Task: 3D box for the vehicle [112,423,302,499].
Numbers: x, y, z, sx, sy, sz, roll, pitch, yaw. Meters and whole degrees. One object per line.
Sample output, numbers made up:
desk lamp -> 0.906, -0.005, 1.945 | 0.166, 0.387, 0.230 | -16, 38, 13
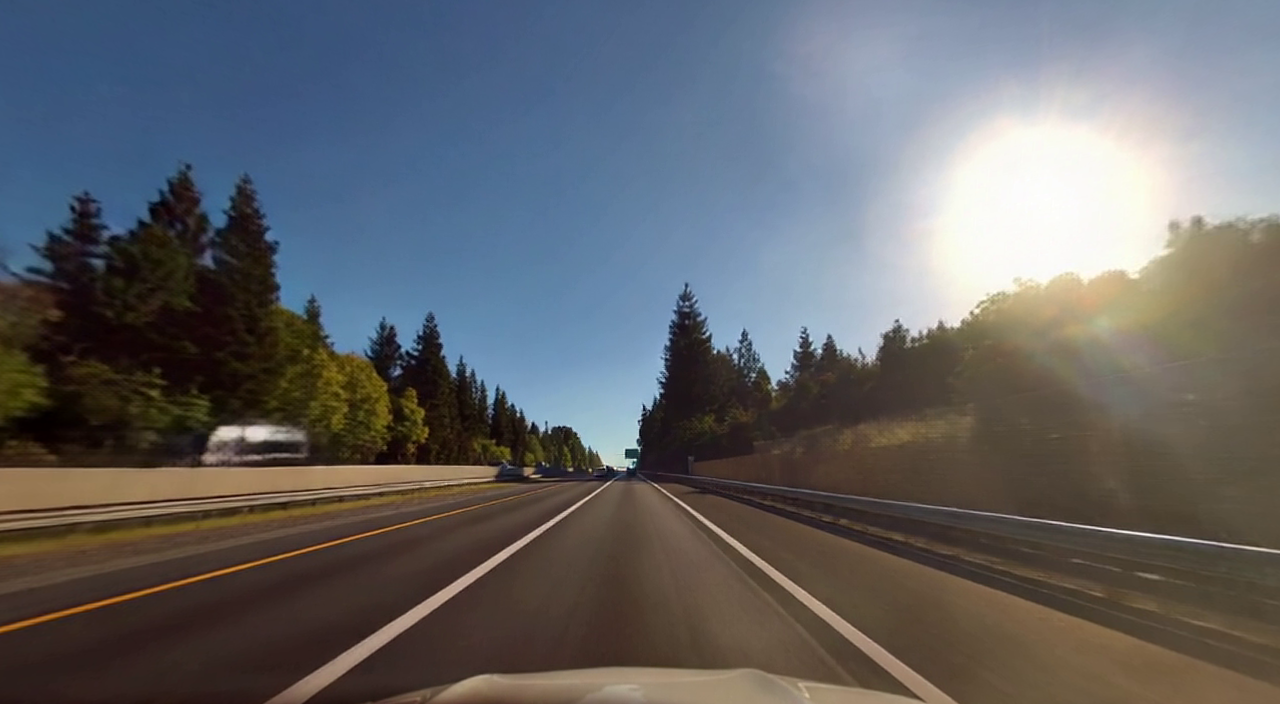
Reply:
vehicle -> -12.478, 3.256, 18.712 | 2.148, 1.890, 4.919 | 1, -10, -1
